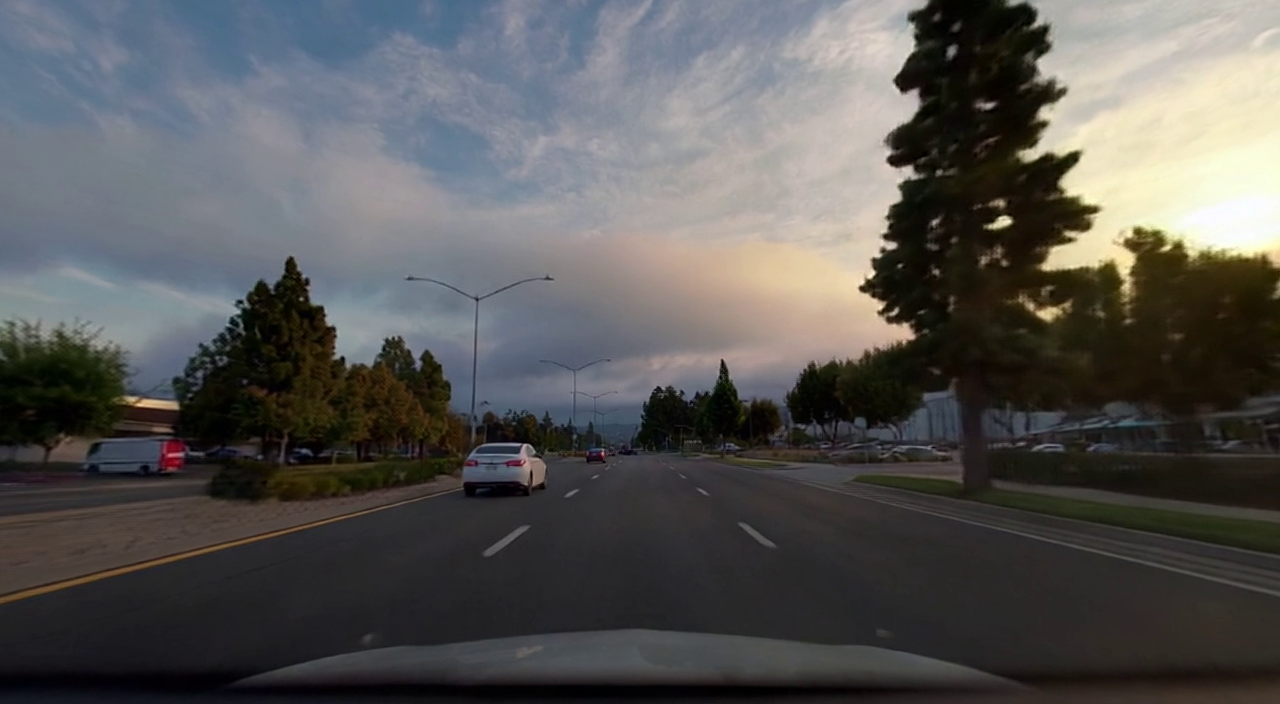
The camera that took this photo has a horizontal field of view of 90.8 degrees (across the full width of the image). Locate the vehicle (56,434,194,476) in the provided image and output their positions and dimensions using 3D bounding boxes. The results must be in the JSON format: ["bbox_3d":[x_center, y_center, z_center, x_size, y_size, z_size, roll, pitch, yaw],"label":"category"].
[{"bbox_3d":[-34.205,6.870,42.125,6.915,2.687,2.367,0,-9,-1],"label":"vehicle"}]

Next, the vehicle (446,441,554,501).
[{"bbox_3d":[-3.739,3.258,17.762,2.003,1.454,4.484,0,-9,0],"label":"vehicle"}]

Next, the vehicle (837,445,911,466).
[{"bbox_3d":[16.163,7.181,43.795,4.341,1.412,2.035,0,-9,-2],"label":"vehicle"}]
